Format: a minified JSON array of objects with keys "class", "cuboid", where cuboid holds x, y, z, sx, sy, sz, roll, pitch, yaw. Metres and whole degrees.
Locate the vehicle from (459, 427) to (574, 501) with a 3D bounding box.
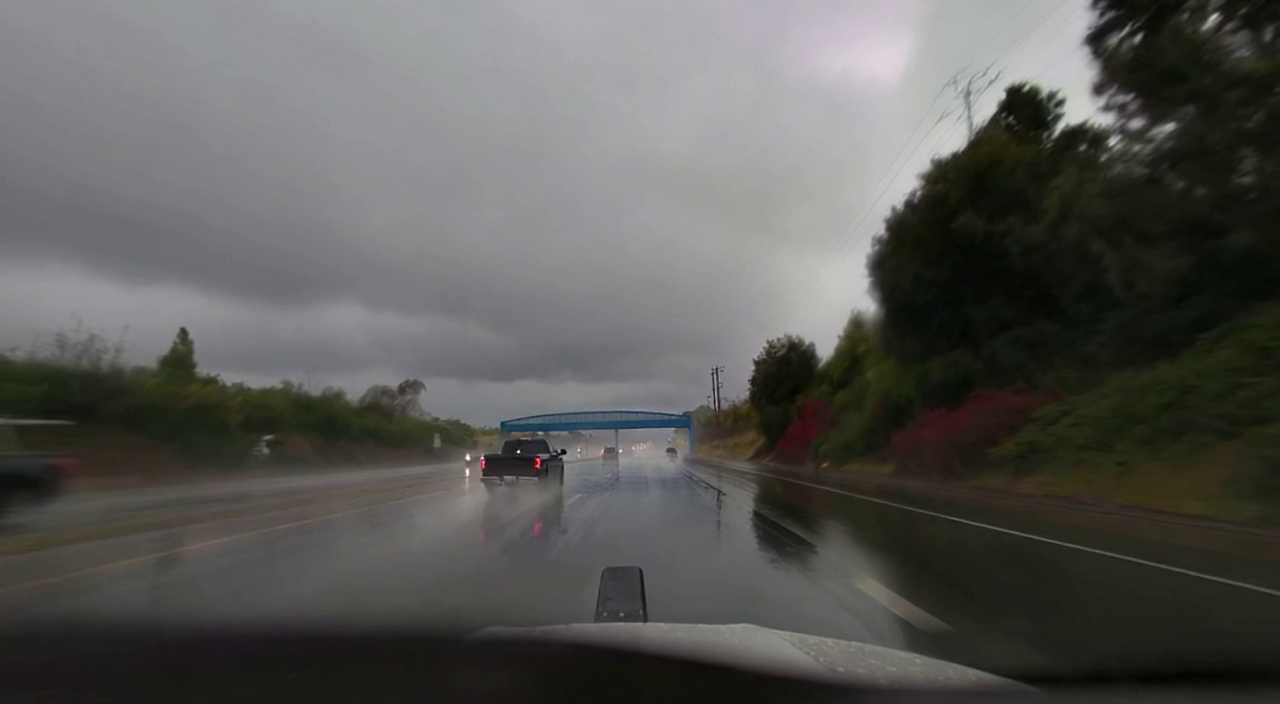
[{"class":"vehicle","cuboid":[-3.554,3.391,19.479,2.369,1.948,5.343,0,-9,1]}]
